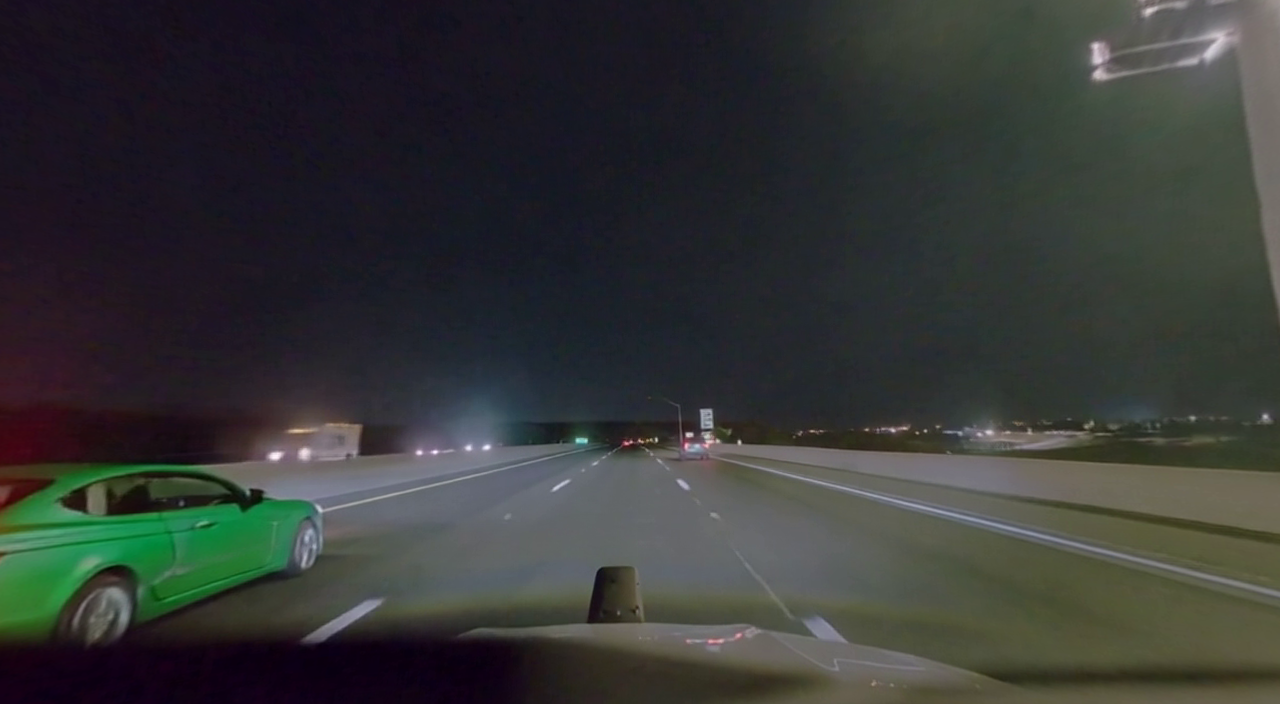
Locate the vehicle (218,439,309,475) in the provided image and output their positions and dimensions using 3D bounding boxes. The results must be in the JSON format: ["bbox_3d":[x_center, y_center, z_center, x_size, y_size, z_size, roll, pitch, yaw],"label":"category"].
[{"bbox_3d":[-19.991,5.565,33.673,1.961,1.737,4.623,0,-8,0],"label":"vehicle"}]

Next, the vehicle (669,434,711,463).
[{"bbox_3d":[2.688,5.295,34.610,1.946,1.481,3.969,0,-8,-1],"label":"vehicle"}]

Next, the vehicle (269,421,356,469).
[{"bbox_3d":[-20.151,5.744,39.030,2.376,2.740,5.159,0,-8,2],"label":"vehicle"}]

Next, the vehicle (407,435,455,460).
[{"bbox_3d":[-16.458,7.530,49.811,2.095,1.909,4.829,0,-8,0],"label":"vehicle"}]

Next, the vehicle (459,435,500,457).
[{"bbox_3d":[-12.241,7.182,48.180,1.949,1.556,4.350,0,-8,1],"label":"vehicle"}]
